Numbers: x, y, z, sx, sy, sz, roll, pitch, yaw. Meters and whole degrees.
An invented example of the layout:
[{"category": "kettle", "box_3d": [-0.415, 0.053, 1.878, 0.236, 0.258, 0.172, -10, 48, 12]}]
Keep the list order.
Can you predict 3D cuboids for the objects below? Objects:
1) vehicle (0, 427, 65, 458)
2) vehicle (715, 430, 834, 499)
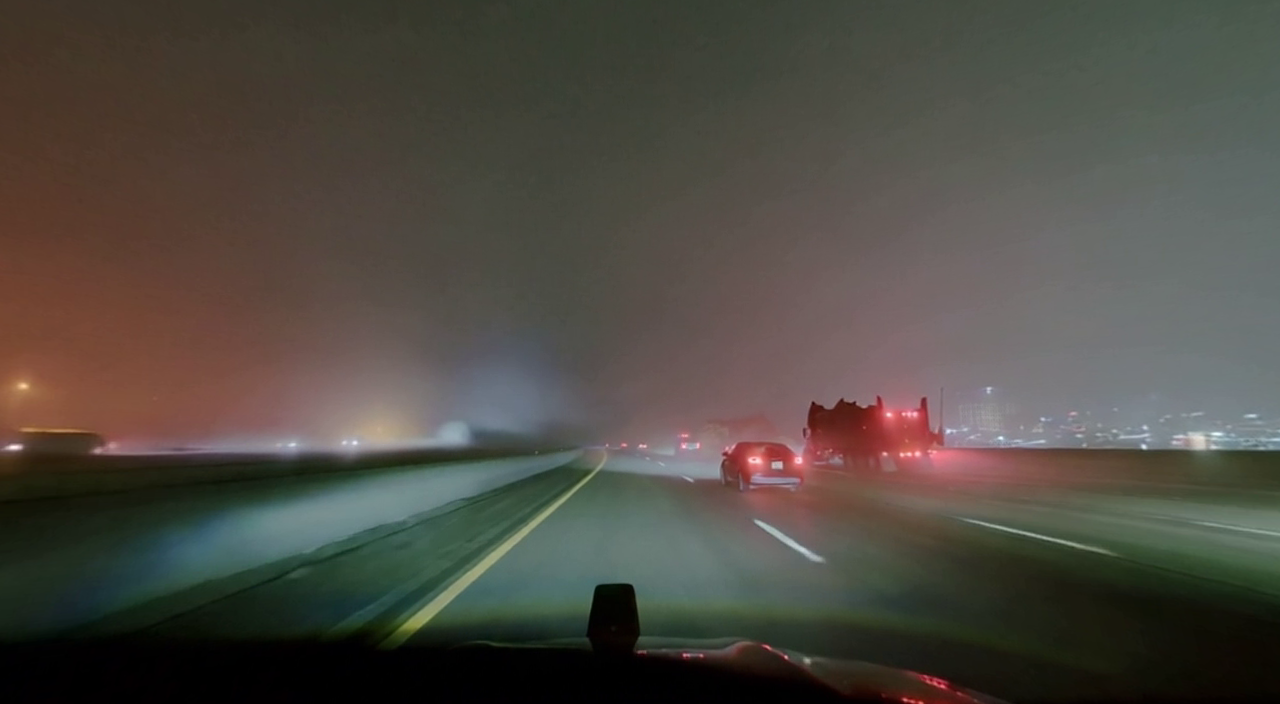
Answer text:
[{"category": "vehicle", "box_3d": [-41.615, 5.948, 41.354, 2.396, 1.899, 6.013, 0, -8, -2]}, {"category": "vehicle", "box_3d": [3.692, 3.183, 18.340, 2.305, 1.729, 4.526, 0, -8, -2]}]
